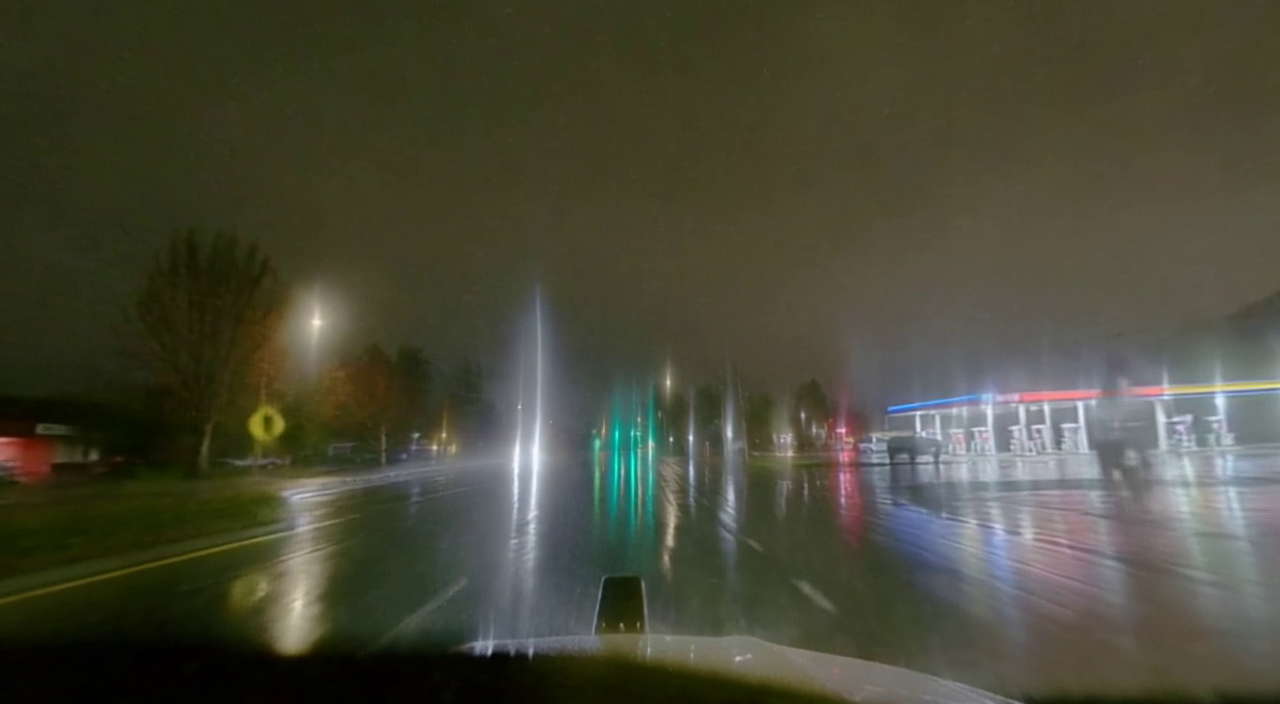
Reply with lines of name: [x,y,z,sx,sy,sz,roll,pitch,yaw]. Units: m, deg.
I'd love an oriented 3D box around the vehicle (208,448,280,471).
vehicle: [-31.088,8.451,49.672,4.290,1.701,2.002,0,-9,-3]

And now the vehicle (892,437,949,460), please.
vehicle: [19.224,6.630,43.468,1.994,1.452,4.227,0,-9,0]
